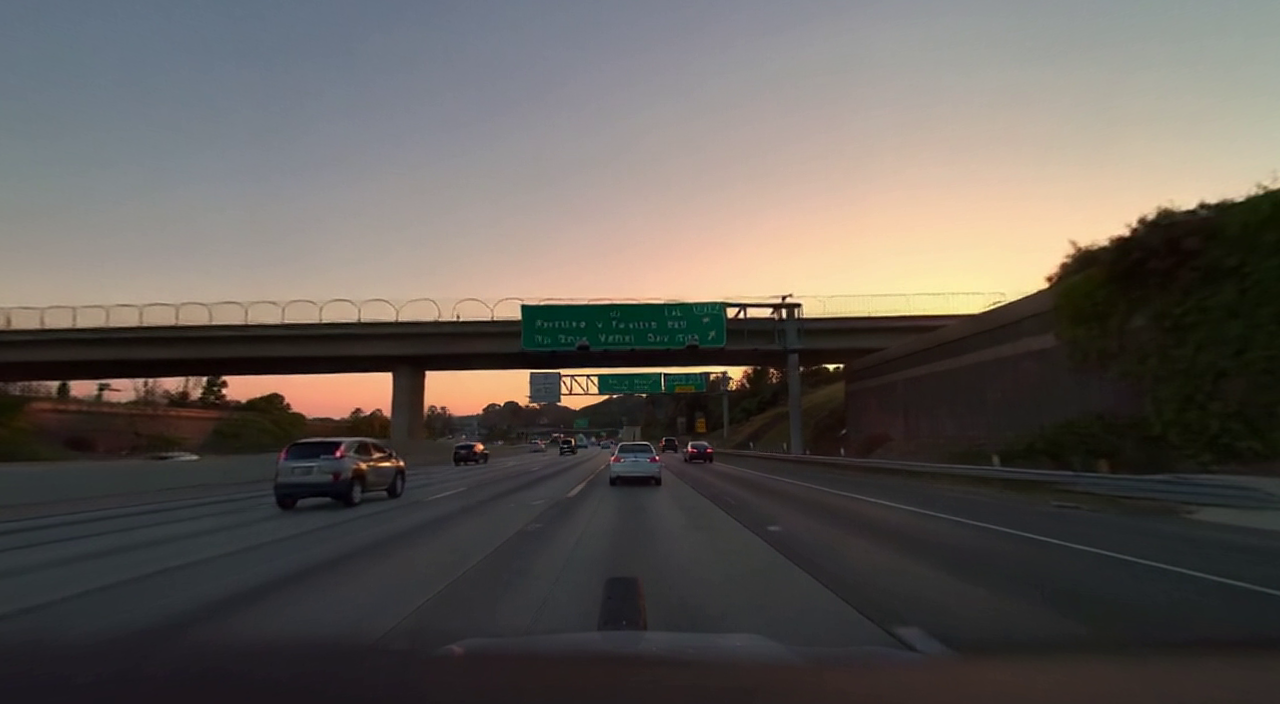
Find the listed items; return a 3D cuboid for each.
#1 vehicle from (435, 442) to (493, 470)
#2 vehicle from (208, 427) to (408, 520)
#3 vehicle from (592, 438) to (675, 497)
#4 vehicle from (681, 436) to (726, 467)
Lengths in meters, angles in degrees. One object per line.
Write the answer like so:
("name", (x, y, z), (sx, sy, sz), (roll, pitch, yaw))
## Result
("vehicle", (-10.451, 6.219, 37.923), (2.019, 1.510, 4.992), (0, -8, 1))
("vehicle", (-6.869, 2.536, 13.706), (2.060, 1.669, 4.242), (0, -8, -1))
("vehicle", (-0.179, 3.168, 17.724), (2.042, 1.446, 4.269), (0, -8, -1))
("vehicle", (3.703, 5.915, 37.671), (2.100, 1.707, 4.342), (0, -8, -2))
